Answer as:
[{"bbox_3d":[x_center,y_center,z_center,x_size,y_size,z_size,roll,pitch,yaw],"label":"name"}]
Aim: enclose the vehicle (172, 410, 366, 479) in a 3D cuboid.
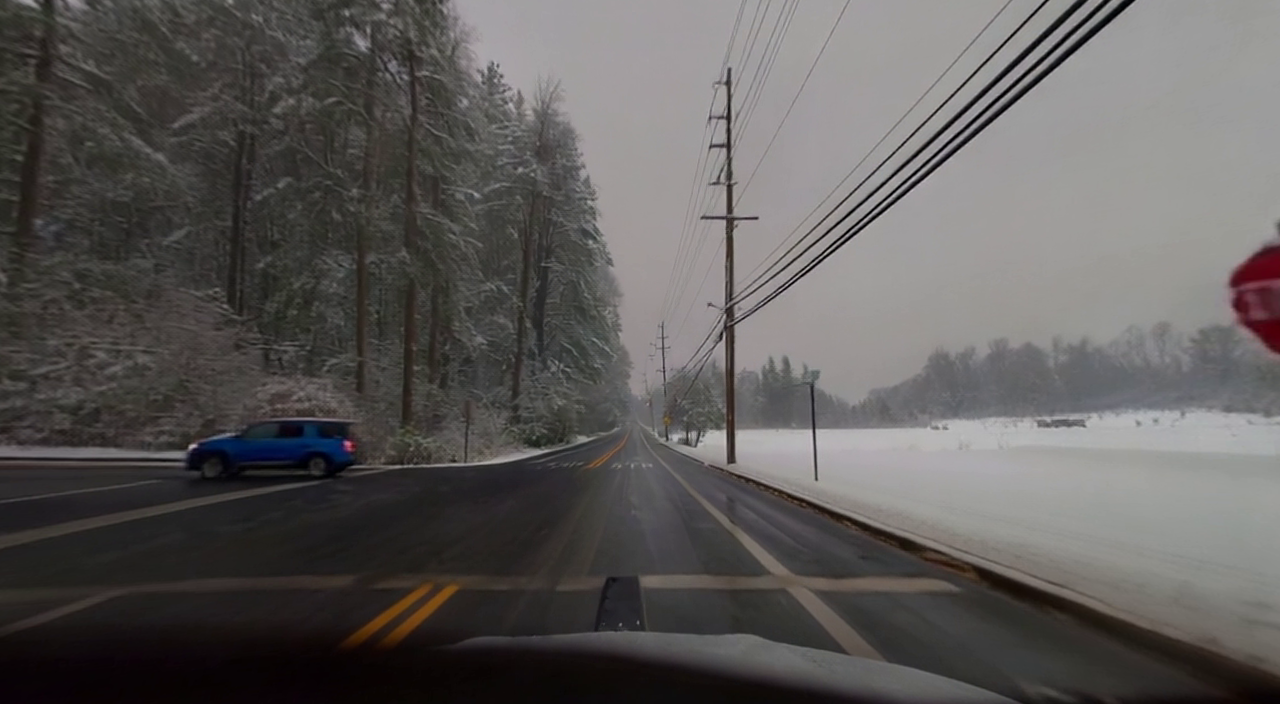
[{"bbox_3d":[-11.860,3.006,20.488,5.020,1.973,2.348,5,-10,-32],"label":"vehicle"}]
